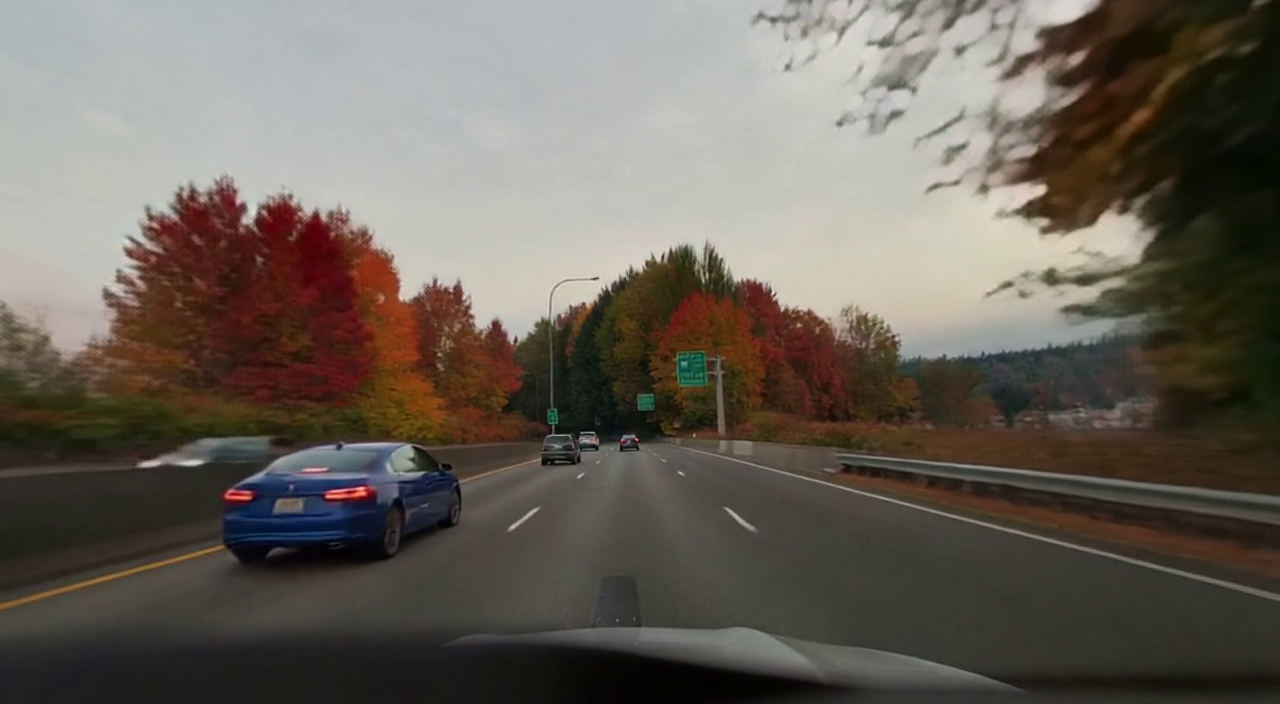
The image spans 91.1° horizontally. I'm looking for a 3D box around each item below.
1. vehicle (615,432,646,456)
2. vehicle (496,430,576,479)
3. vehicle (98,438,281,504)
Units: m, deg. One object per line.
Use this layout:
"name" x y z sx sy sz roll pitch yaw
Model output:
"vehicle" -0.659 6.444 44.163 2.054 1.609 3.859 0 -8 0
"vehicle" -3.461 3.527 21.904 1.989 1.497 4.645 0 -8 0
"vehicle" -11.970 3.131 17.148 1.903 1.544 4.199 0 -8 -1
